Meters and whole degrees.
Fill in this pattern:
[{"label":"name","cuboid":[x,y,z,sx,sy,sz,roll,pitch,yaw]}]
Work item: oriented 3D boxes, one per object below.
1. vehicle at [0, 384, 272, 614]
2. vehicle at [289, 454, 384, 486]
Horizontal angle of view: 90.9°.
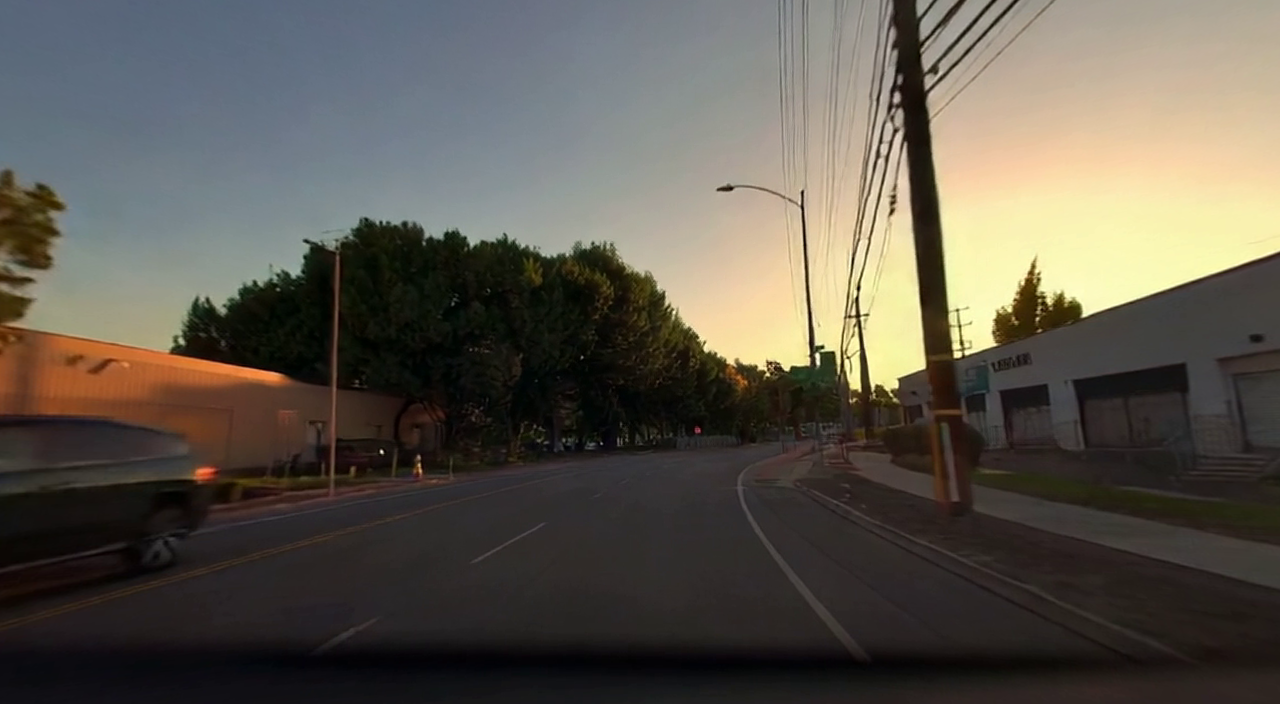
[{"label":"vehicle","cuboid":[-6.718,1.409,6.363,2.490,1.961,5.553,-1,-8,2]},{"label":"vehicle","cuboid":[-15.478,5.986,32.105,4.513,1.450,2.078,-5,-9,28]}]
